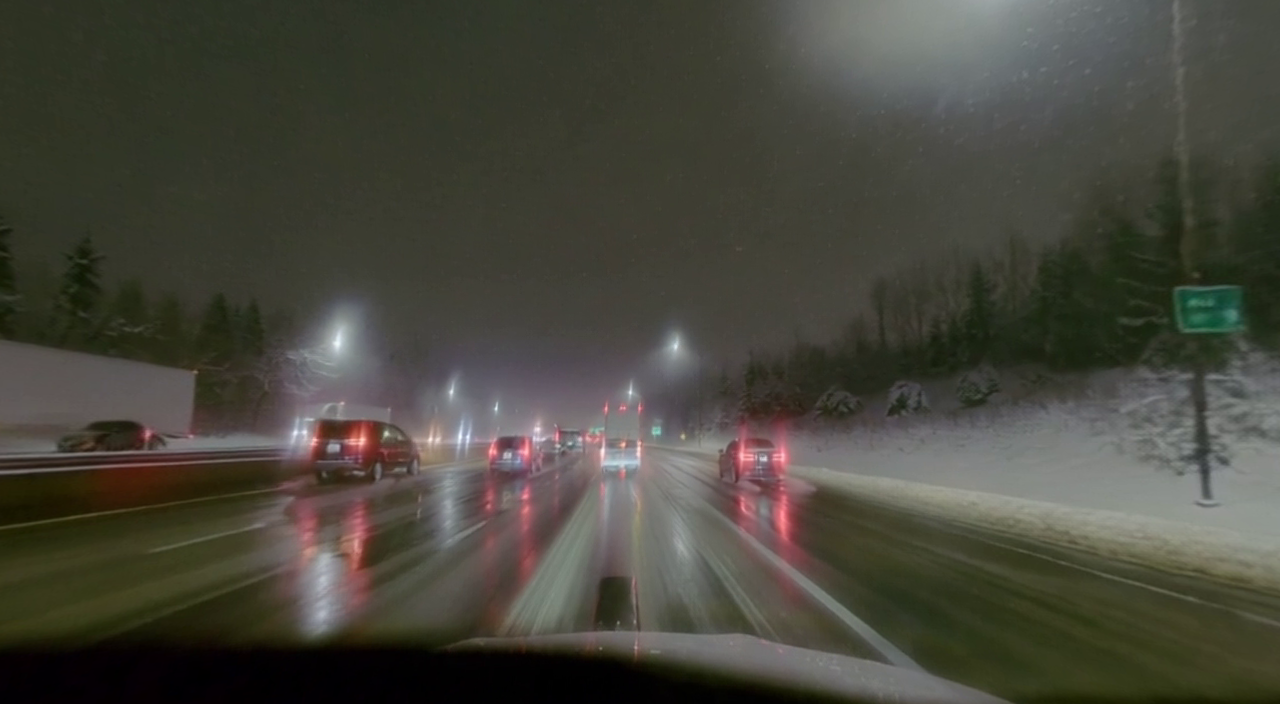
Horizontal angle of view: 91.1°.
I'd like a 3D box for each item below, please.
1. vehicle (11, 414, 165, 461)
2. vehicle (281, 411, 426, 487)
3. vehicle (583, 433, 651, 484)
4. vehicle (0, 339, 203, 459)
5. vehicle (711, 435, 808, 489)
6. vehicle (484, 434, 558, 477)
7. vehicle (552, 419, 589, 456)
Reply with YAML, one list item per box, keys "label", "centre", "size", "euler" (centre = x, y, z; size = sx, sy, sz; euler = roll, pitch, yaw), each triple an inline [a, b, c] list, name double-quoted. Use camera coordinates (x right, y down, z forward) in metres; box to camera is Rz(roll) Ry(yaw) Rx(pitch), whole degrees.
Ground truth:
- label: "vehicle"
  centre: [-19.268, 3.014, 22.228]
  size: [1.873, 1.475, 4.034]
  euler: [0, -8, -2]
- label: "vehicle"
  centre: [-8.220, 2.834, 18.665]
  size: [2.158, 1.943, 4.662]
  euler: [0, -8, -1]
- label: "vehicle"
  centre: [-0.702, 3.398, 20.400]
  size: [1.980, 1.478, 3.758]
  euler: [0, -8, -1]
- label: "vehicle"
  centre: [-23.010, 2.001, 24.171]
  size: [2.881, 3.978, 14.159]
  euler: [0, -8, -3]
- label: "vehicle"
  centre: [3.563, 3.353, 19.674]
  size: [1.981, 1.474, 4.396]
  euler: [0, -8, -3]
- label: "vehicle"
  centre: [-4.448, 3.909, 24.208]
  size: [2.046, 1.493, 4.384]
  euler: [0, -8, 0]
- label: "vehicle"
  centre: [-5.176, 6.477, 47.643]
  size: [2.303, 2.610, 6.579]
  euler: [0, -8, -2]
